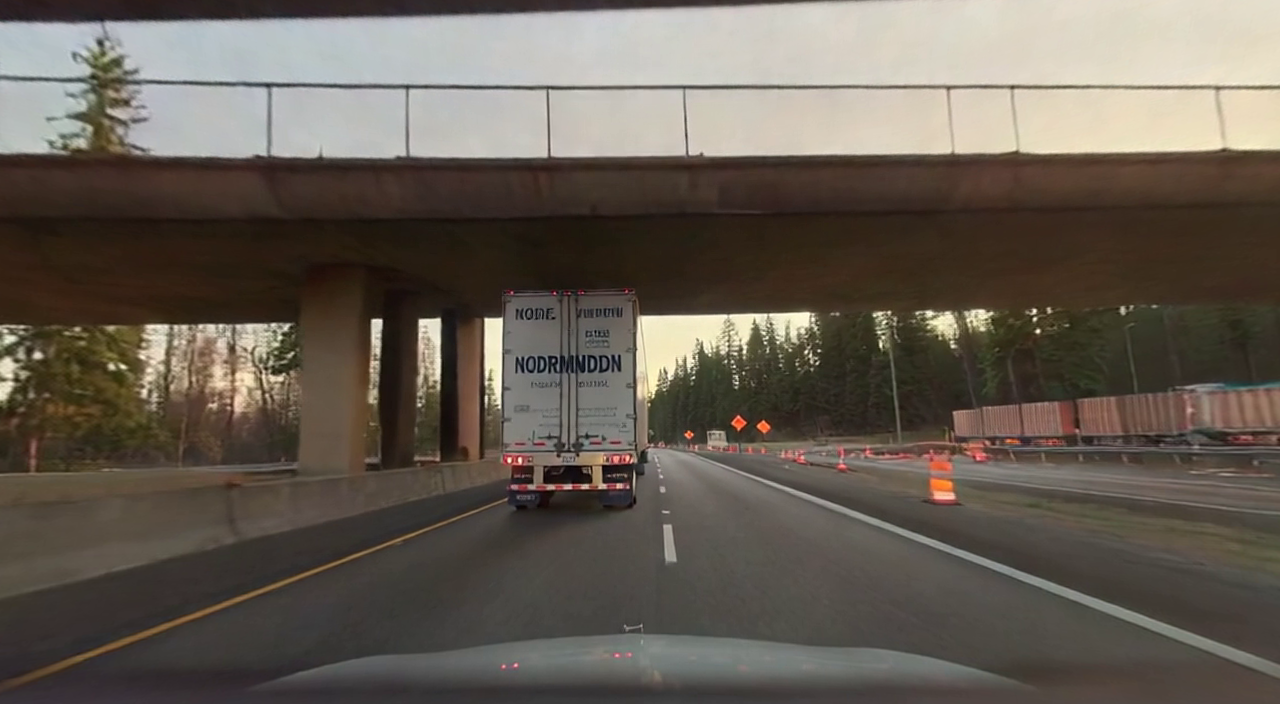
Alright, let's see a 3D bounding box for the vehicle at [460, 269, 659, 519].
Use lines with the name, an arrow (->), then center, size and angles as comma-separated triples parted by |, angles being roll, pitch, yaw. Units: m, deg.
vehicle -> -1.133, 1.441, 15.780 | 2.935, 4.068, 11.036 | 0, -8, 3
